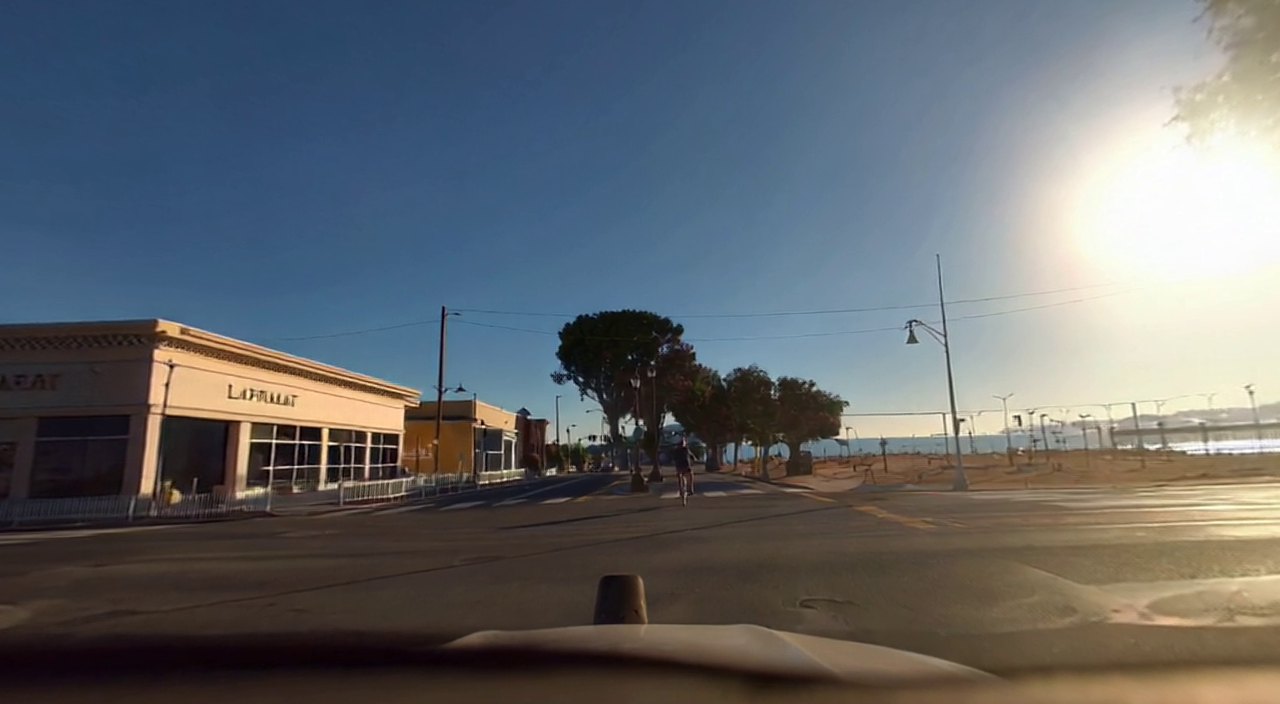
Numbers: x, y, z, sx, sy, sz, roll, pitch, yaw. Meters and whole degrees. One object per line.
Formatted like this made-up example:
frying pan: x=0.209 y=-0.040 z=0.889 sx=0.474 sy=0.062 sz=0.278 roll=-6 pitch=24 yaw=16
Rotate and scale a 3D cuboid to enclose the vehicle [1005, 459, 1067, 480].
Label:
vehicle: x=30.451 y=9.011 z=48.615 sx=3.794 sy=1.403 sz=1.636 roll=-1 pitch=-9 yaw=-9
